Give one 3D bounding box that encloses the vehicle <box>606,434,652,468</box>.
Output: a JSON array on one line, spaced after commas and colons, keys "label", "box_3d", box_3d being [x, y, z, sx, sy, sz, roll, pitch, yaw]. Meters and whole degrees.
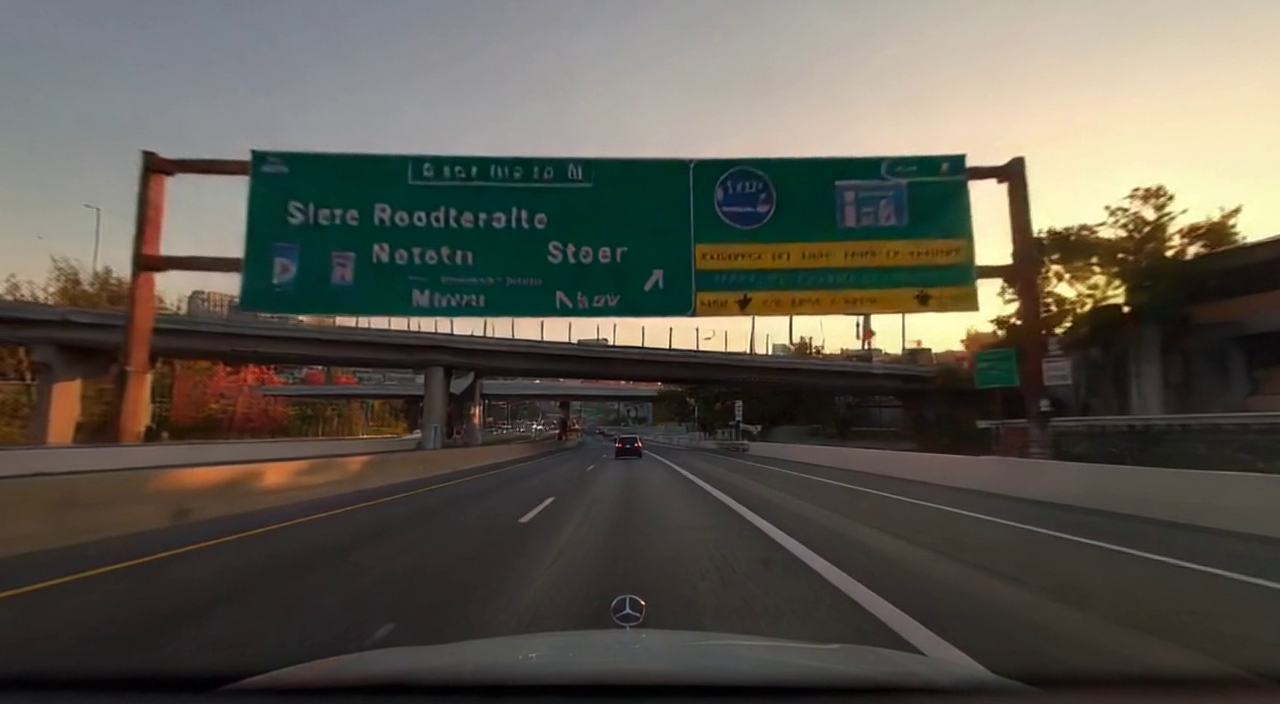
[{"label": "vehicle", "box_3d": [-0.510, 4.894, 31.234, 2.130, 1.512, 4.057, 0, -8, 0]}]
